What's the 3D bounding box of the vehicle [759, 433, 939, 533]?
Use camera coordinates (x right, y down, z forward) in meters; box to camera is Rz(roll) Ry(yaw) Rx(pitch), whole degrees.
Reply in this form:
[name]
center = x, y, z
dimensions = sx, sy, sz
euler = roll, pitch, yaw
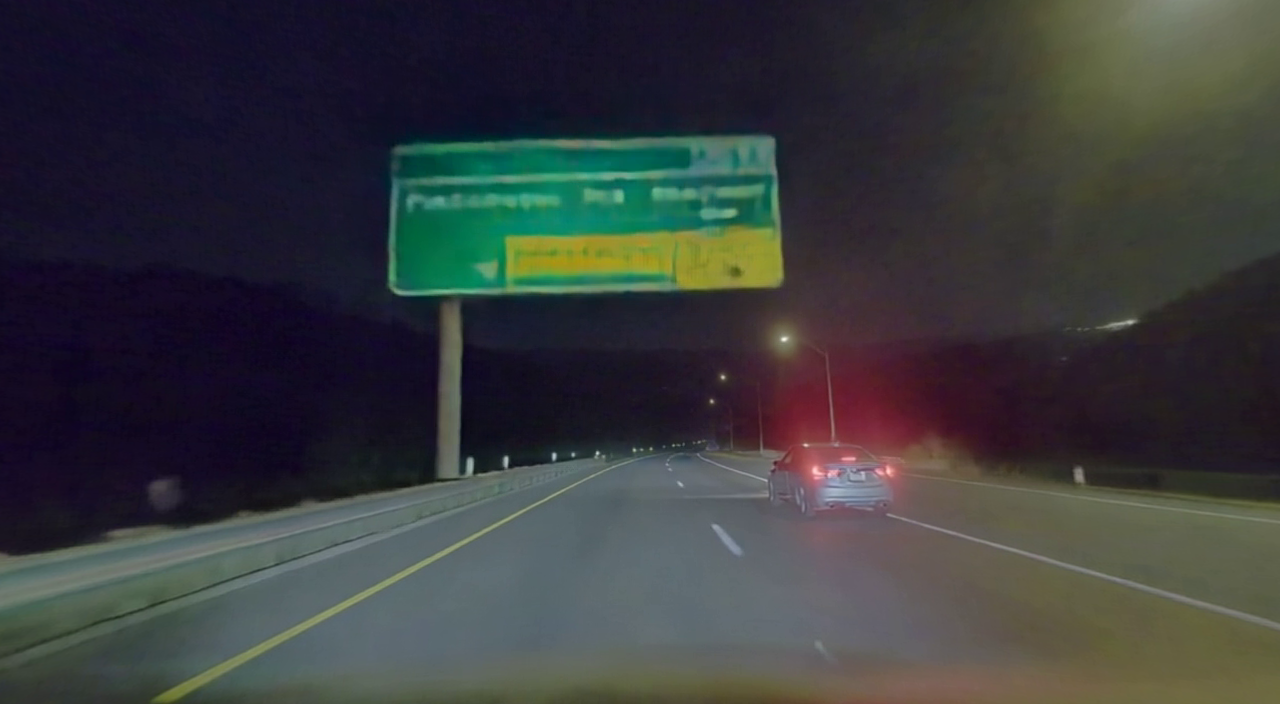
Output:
[vehicle]
center = 3.621, 2.336, 11.834
dimensions = 1.997, 1.515, 4.025
euler = 0, -9, 0
